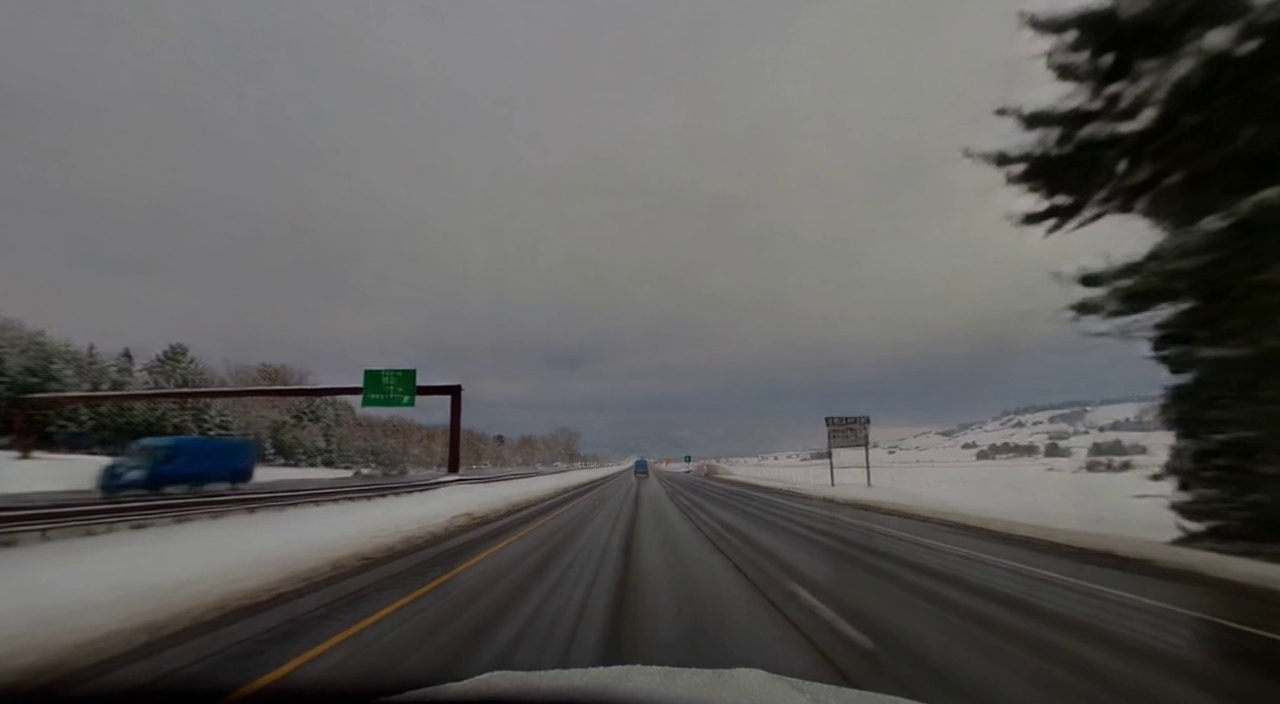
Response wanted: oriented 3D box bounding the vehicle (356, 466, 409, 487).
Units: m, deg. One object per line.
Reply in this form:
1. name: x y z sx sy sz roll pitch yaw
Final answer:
1. vehicle: -19.070 9.233 46.894 1.862 1.447 4.666 1 -10 1

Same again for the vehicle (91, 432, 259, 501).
1. vehicle: -19.134 4.790 26.468 2.391 2.511 5.870 1 -10 1
